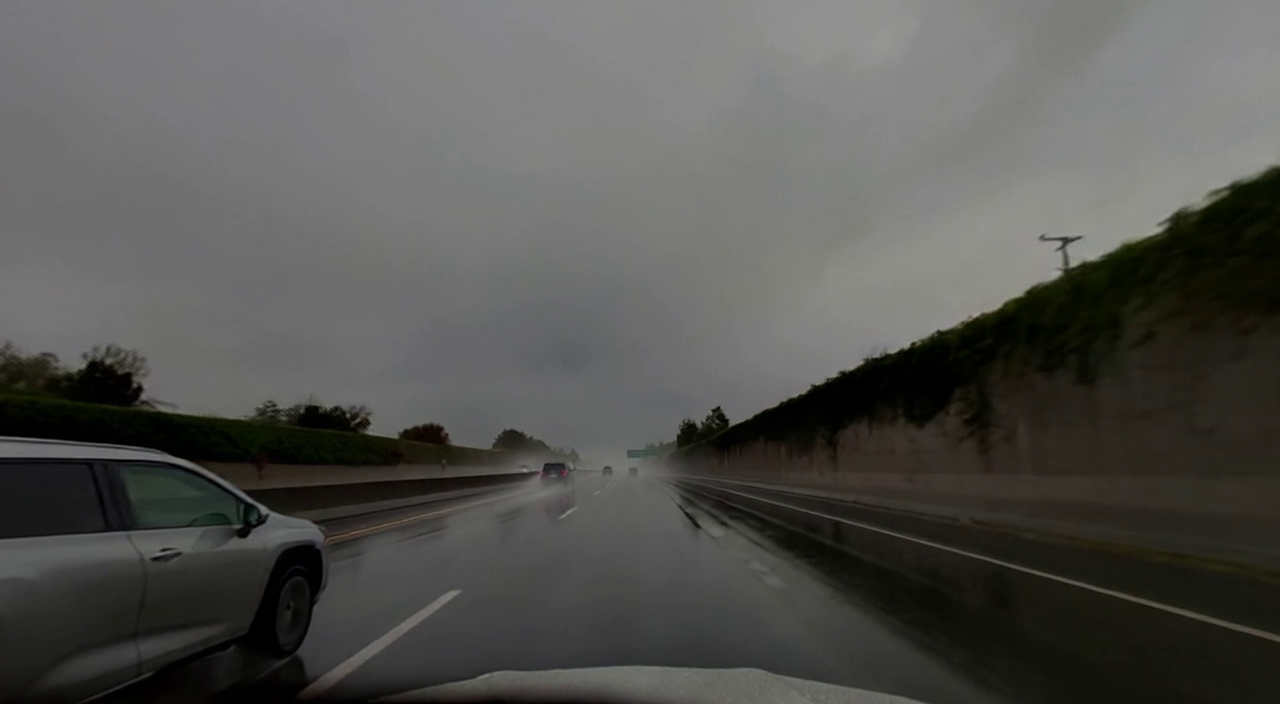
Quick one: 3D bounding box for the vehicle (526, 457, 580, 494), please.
[{"bbox_3d":[-4.503,6.490,33.291,2.178,1.736,4.847,1,-10,0],"label":"vehicle"}]
